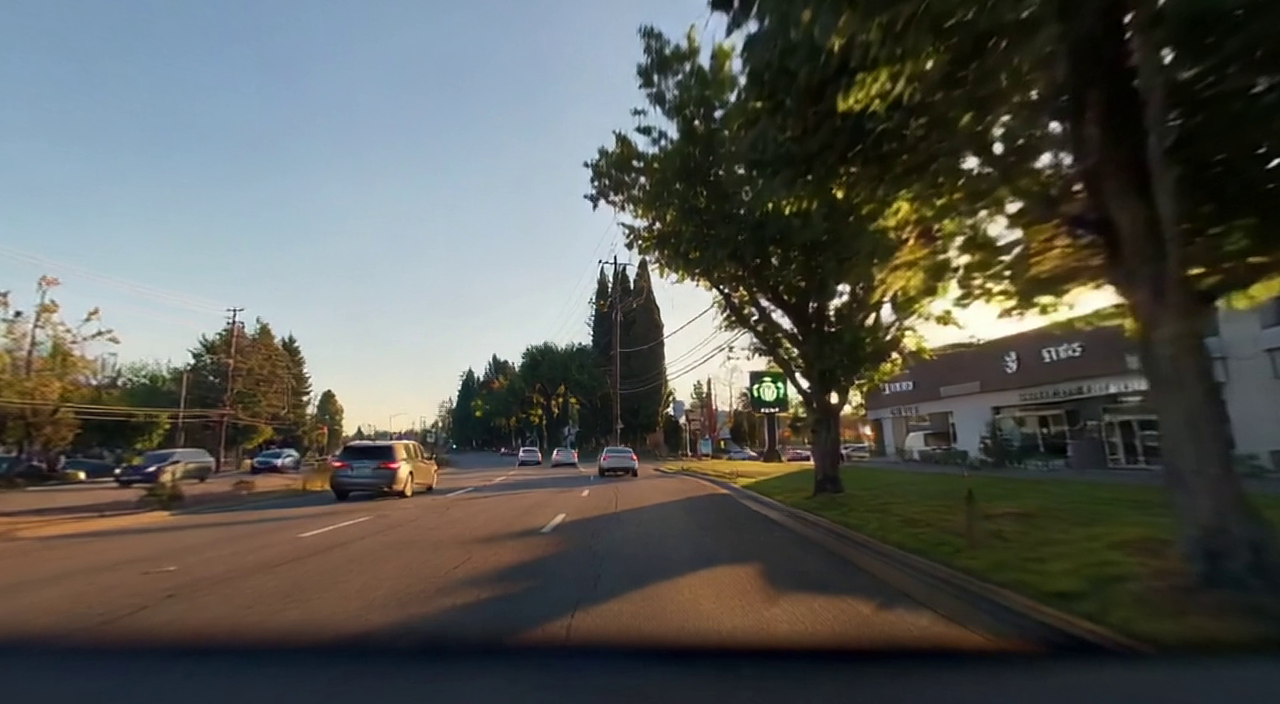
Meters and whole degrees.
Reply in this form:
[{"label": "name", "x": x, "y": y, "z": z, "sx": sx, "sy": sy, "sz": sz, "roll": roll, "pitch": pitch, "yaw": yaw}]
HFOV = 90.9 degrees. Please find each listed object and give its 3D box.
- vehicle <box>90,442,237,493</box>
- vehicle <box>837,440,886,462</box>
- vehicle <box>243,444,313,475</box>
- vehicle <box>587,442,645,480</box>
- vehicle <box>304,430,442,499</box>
[{"label": "vehicle", "x": -18.997, "y": 4.610, "z": 25.560, "sx": 2.118, "sy": 1.853, "sz": 5.012, "roll": 1, "pitch": -9, "yaw": -2}, {"label": "vehicle", "x": 16.444, "y": 7.387, "z": 47.105, "sx": 1.795, "sy": 1.485, "sz": 4.601, "roll": 0, "pitch": -9, "yaw": -2}, {"label": "vehicle", "x": -25.148, "y": 7.478, "z": 44.086, "sx": 2.236, "sy": 1.962, "sz": 5.539, "roll": 0, "pitch": -9, "yaw": -8}, {"label": "vehicle", "x": -1.111, "y": 4.632, "z": 26.974, "sx": 2.130, "sy": 1.476, "sz": 4.453, "roll": 1, "pitch": -9, "yaw": -6}, {"label": "vehicle", "x": -7.640, "y": 3.259, "z": 18.643, "sx": 2.195, "sy": 1.752, "sz": 4.515, "roll": 1, "pitch": -9, "yaw": -2}]
